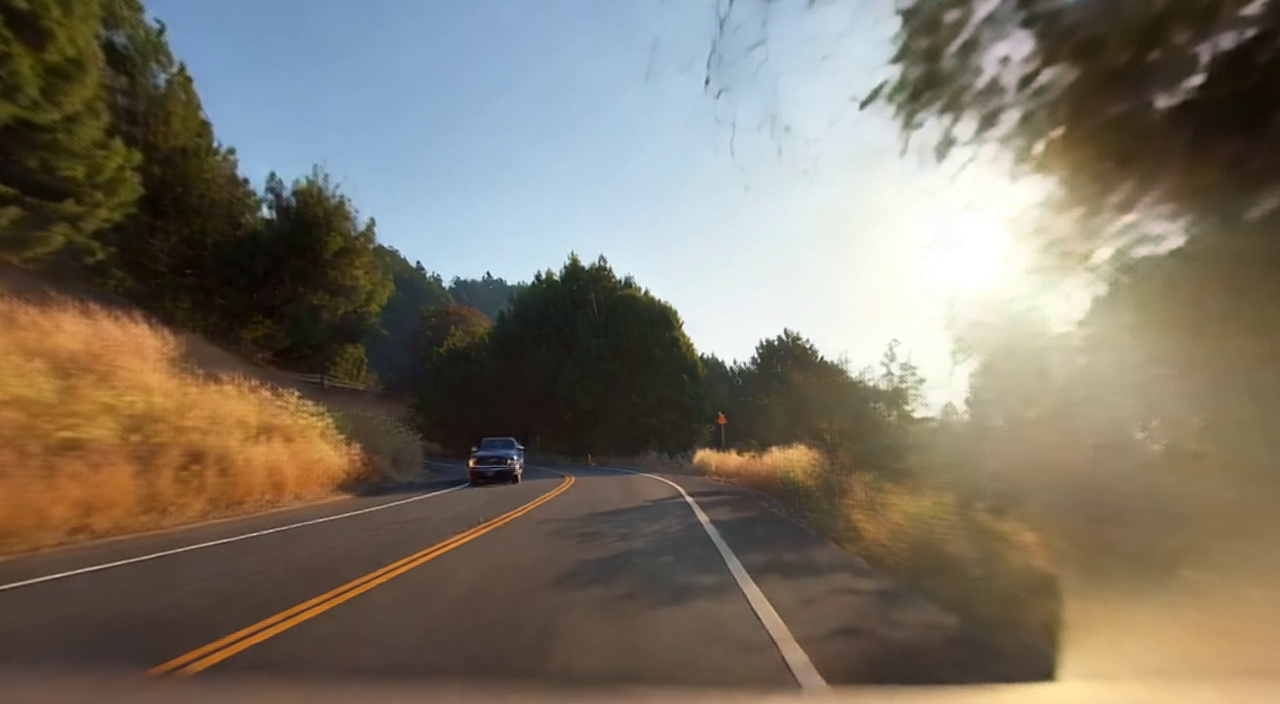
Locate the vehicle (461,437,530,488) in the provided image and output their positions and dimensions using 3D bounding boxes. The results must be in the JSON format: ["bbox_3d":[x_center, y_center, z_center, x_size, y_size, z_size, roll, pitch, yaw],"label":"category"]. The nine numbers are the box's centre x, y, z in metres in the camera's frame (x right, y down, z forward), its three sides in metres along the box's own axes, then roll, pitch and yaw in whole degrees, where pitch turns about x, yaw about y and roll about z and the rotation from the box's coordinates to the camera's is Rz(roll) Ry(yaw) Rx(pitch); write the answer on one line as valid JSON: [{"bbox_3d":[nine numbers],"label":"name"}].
[{"bbox_3d":[-6.150,4.719,27.587,2.546,1.975,5.702,1,-8,-10],"label":"vehicle"}]
